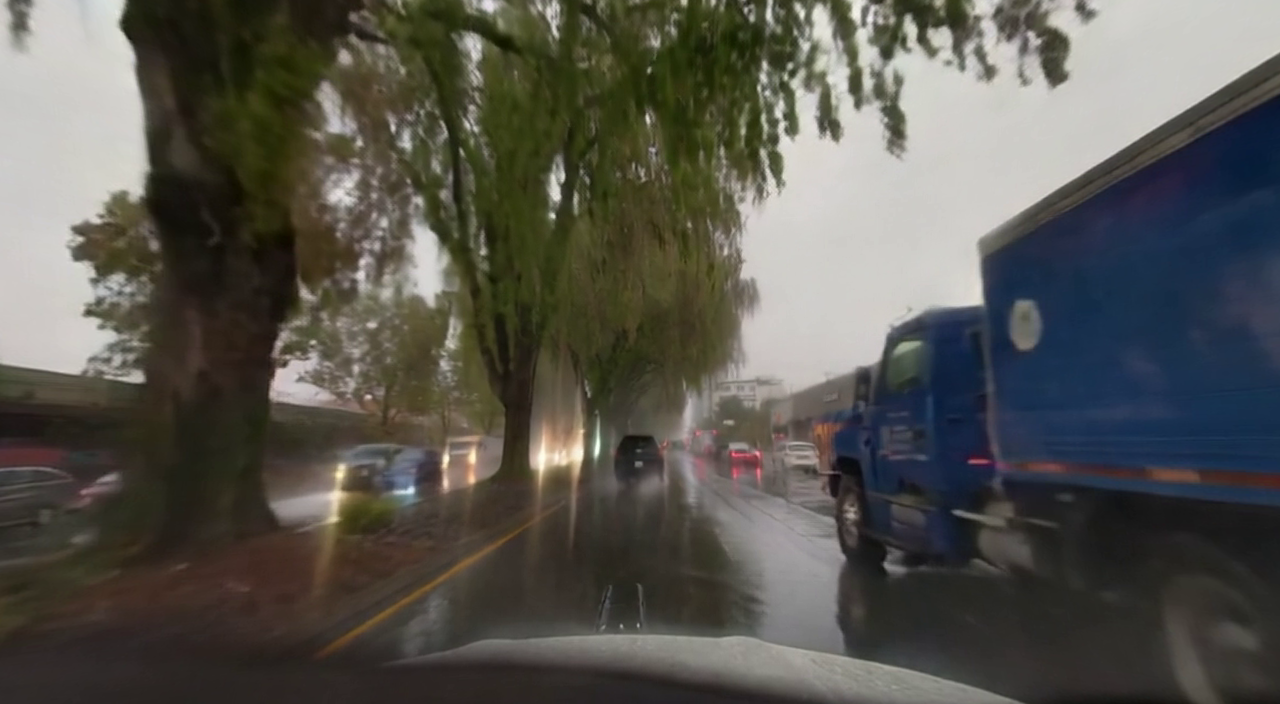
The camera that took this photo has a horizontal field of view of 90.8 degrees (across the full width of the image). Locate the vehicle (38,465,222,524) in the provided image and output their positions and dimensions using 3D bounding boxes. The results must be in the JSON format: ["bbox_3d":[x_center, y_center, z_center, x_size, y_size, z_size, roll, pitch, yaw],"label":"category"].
[{"bbox_3d":[-16.015,4.456,20.289,1.874,1.506,4.781,-1,-9,1],"label":"vehicle"}]

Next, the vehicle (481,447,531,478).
[{"bbox_3d":[-7.936,6.581,37.910,1.977,1.669,4.387,0,-9,1],"label":"vehicle"}]

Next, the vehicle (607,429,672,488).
[{"bbox_3d":[0.055,4.096,24.645,2.293,2.036,4.853,-1,-9,2],"label":"vehicle"}]

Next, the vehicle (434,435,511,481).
[{"bbox_3d":[-11.343,7.273,43.798,2.894,2.789,8.218,-1,-9,1],"label":"vehicle"}]

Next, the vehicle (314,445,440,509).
[{"bbox_3d":[-7.672,3.648,18.984,1.937,1.641,4.575,0,-9,-2],"label":"vehicle"}]

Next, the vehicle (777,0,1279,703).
[{"bbox_3d":[3.745,0.017,4.154,3.007,4.206,12.913,0,-9,1],"label":"vehicle"}]

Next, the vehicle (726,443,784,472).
[{"bbox_3d":[7.204,6.671,40.099,2.114,1.697,4.739,1,-9,-9],"label":"vehicle"}]
